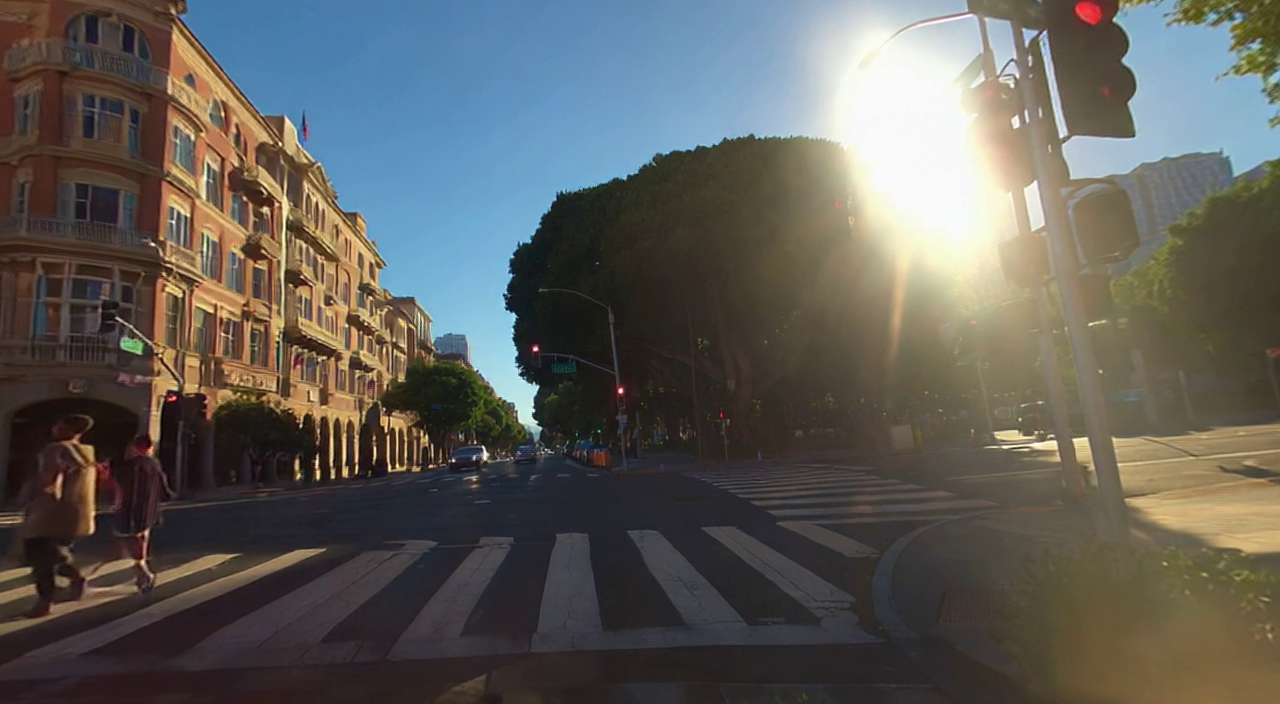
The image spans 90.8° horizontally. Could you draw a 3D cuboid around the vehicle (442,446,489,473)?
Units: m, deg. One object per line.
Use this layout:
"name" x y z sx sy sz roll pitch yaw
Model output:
"vehicle" -10.460 6.470 38.173 2.196 1.503 4.371 1 -8 -8
